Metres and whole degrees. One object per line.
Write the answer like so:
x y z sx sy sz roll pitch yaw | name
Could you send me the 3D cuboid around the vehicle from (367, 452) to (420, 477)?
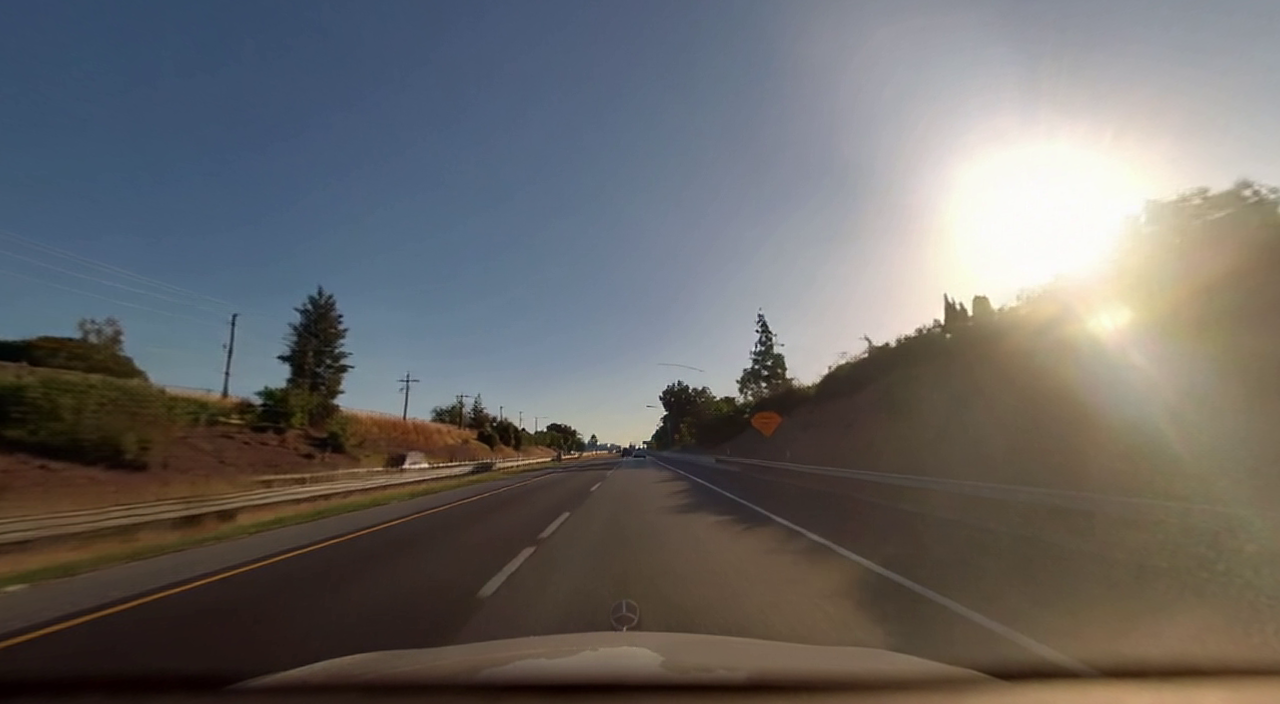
-16.719 7.609 42.748 1.896 1.576 4.138 -1 -9 0 | vehicle
